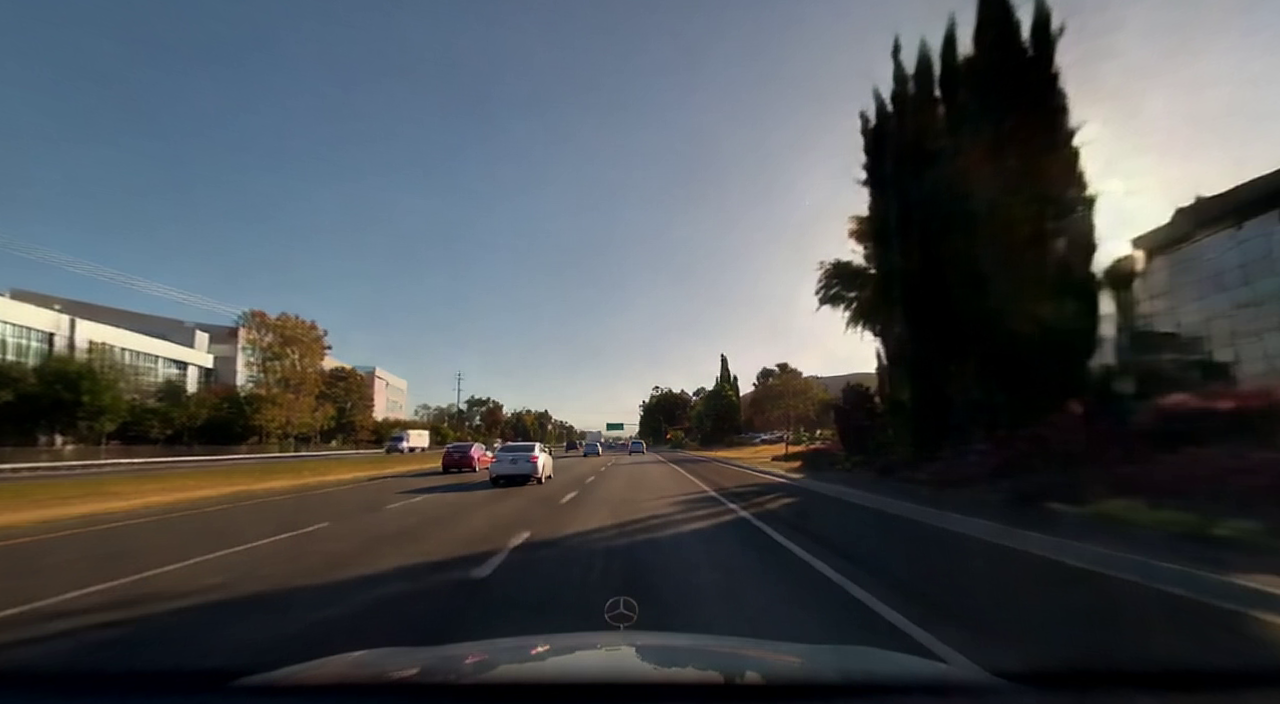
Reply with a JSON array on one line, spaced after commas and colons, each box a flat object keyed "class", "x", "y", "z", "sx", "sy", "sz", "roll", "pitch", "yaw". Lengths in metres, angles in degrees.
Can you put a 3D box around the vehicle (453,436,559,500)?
[{"class": "vehicle", "x": -3.373, "y": 3.009, "z": 16.780, "sx": 1.920, "sy": 1.463, "sz": 4.134, "roll": 0, "pitch": -9, "yaw": 0}]
